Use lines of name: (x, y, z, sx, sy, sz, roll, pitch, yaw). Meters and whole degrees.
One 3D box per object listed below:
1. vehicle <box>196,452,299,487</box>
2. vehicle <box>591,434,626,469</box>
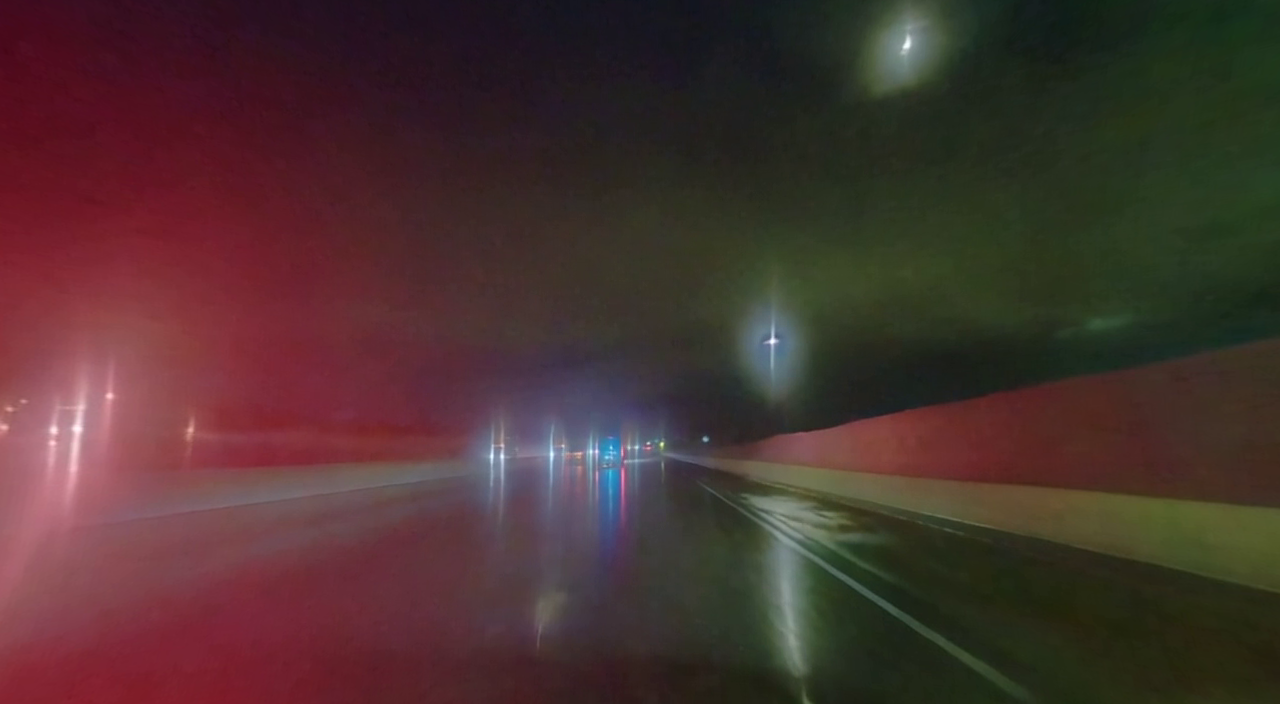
vehicle: (-18.569, 5.546, 30.171, 1.851, 1.488, 4.707, 0, -9, 1)
vehicle: (-2.369, 7.794, 49.595, 2.437, 2.565, 5.829, 0, -9, 0)
